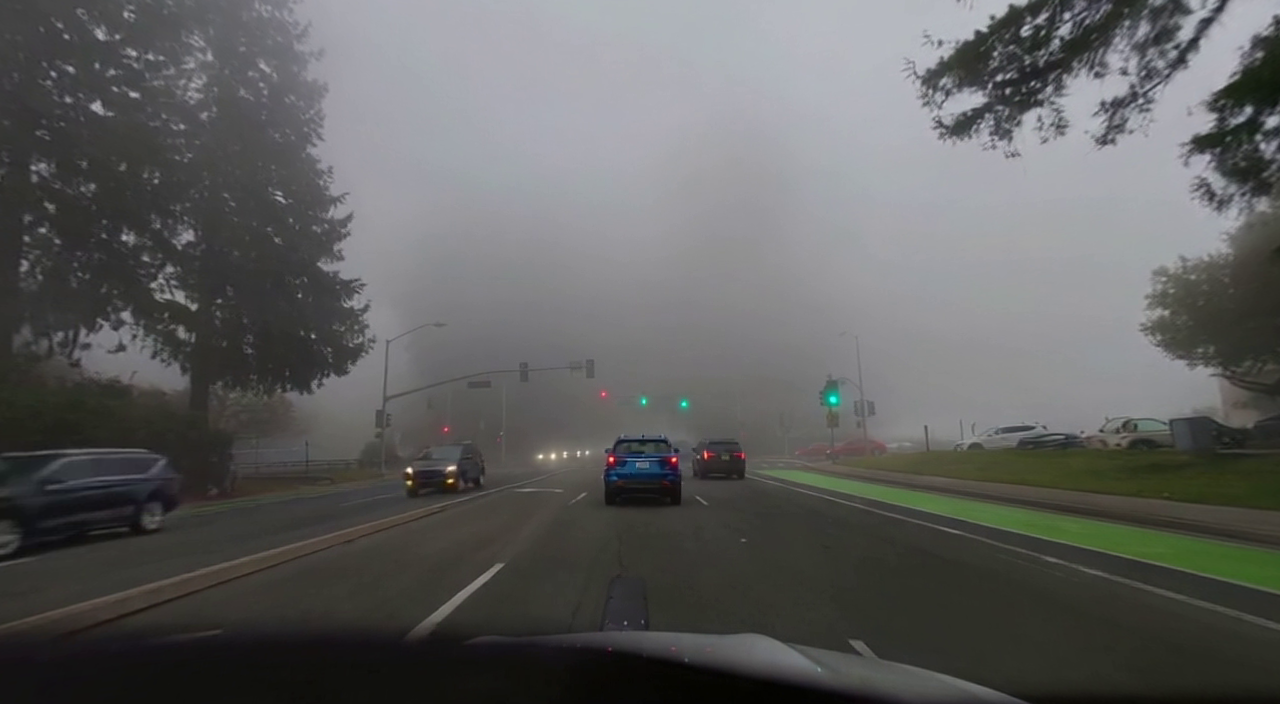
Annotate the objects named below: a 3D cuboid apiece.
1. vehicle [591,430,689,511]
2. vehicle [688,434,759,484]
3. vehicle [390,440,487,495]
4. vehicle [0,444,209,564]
[{"bbox_3d":[-0.003,2.851,15.626,2.109,1.730,3.963,0,-8,0],"label":"vehicle"},{"bbox_3d":[3.239,4.285,25.452,2.189,1.815,4.495,0,-8,0],"label":"vehicle"},{"bbox_3d":[-6.979,4.030,22.330,2.005,1.729,4.293,0,-8,0],"label":"vehicle"},{"bbox_3d":[-9.929,2.424,10.763,1.886,1.666,4.575,0,-8,-1],"label":"vehicle"}]
